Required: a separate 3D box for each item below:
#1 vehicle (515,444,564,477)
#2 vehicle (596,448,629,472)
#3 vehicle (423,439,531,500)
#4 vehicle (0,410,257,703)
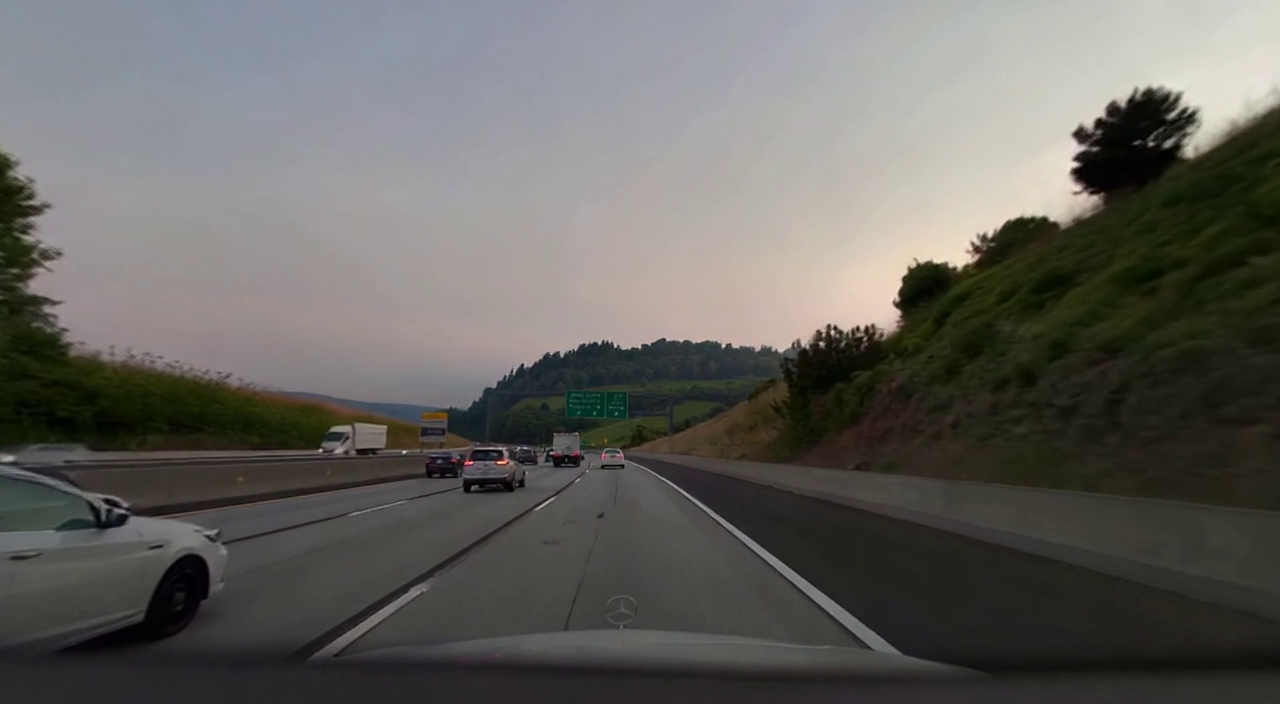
[{"bbox_3d":[-5.367,5.828,34.120,2.118,1.624,4.032,0,-9,-2],"label":"vehicle"},{"bbox_3d":[-1.808,6.817,40.017,1.988,1.440,4.201,0,-9,-4],"label":"vehicle"},{"bbox_3d":[-4.781,3.519,19.211,2.208,1.619,4.162,0,-9,-1],"label":"vehicle"},{"bbox_3d":[-3.782,0.987,2.615,1.892,1.492,3.940,0,-9,0],"label":"vehicle"}]
